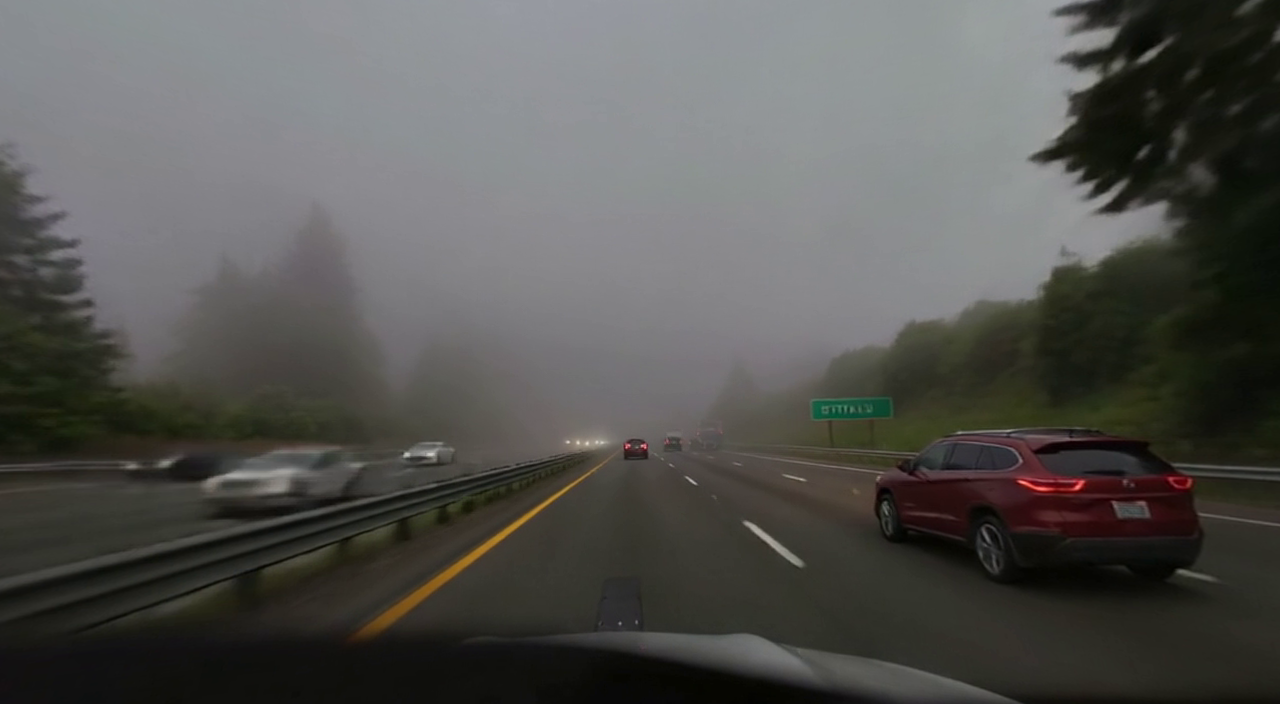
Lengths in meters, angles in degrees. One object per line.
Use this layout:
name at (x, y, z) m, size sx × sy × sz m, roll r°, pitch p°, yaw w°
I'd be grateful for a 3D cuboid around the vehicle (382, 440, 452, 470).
vehicle at (-11.394, 5.267, 32.551) m, size 1.949 × 1.422 × 4.500 m, roll 0°, pitch -8°, yaw 0°

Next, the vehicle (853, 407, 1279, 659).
vehicle at (3.930, 1.397, 6.202) m, size 1.961 × 1.495 × 4.743 m, roll 0°, pitch -8°, yaw -1°

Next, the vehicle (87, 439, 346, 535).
vehicle at (-7.753, 2.448, 12.239) m, size 1.929 × 1.456 × 4.458 m, roll 0°, pitch -8°, yaw 0°

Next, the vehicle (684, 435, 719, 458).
vehicle at (4.345, 6.718, 44.937) m, size 1.995 × 1.556 × 3.893 m, roll 0°, pitch -8°, yaw -2°

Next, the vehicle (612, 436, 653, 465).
vehicle at (-0.410, 5.271, 34.033) m, size 2.055 × 1.466 × 4.317 m, roll 0°, pitch -8°, yaw -1°
